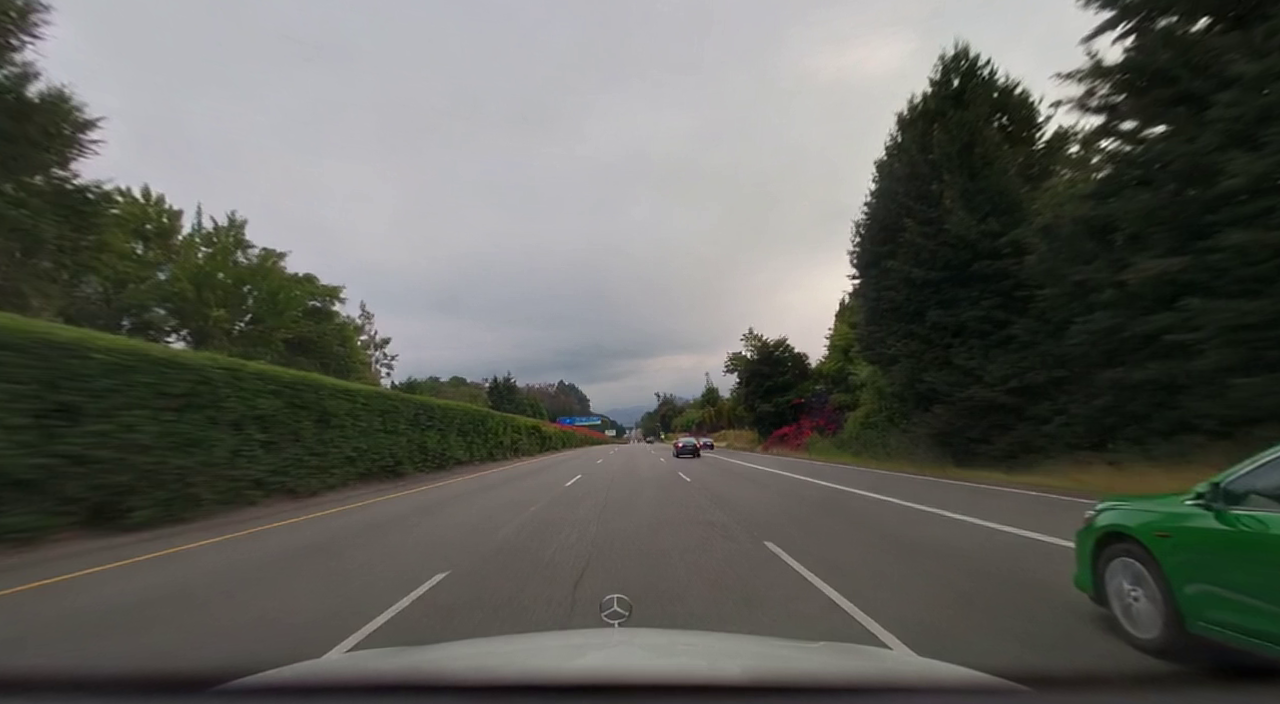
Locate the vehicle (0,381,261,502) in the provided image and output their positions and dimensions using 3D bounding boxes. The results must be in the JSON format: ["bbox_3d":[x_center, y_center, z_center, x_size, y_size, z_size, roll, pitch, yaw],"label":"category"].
[{"bbox_3d":[-19.032,3.377,24.049,2.975,3.570,10.091,-2,-8,-1],"label":"vehicle"}]

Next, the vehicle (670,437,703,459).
[{"bbox_3d":[3.179,6.594,43.564,1.819,1.468,3.770,0,-8,-2],"label":"vehicle"}]

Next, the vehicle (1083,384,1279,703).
[{"bbox_3d":[3.468,0.689,1.119,1.981,1.475,4.579,0,-8,-1],"label":"vehicle"}]
